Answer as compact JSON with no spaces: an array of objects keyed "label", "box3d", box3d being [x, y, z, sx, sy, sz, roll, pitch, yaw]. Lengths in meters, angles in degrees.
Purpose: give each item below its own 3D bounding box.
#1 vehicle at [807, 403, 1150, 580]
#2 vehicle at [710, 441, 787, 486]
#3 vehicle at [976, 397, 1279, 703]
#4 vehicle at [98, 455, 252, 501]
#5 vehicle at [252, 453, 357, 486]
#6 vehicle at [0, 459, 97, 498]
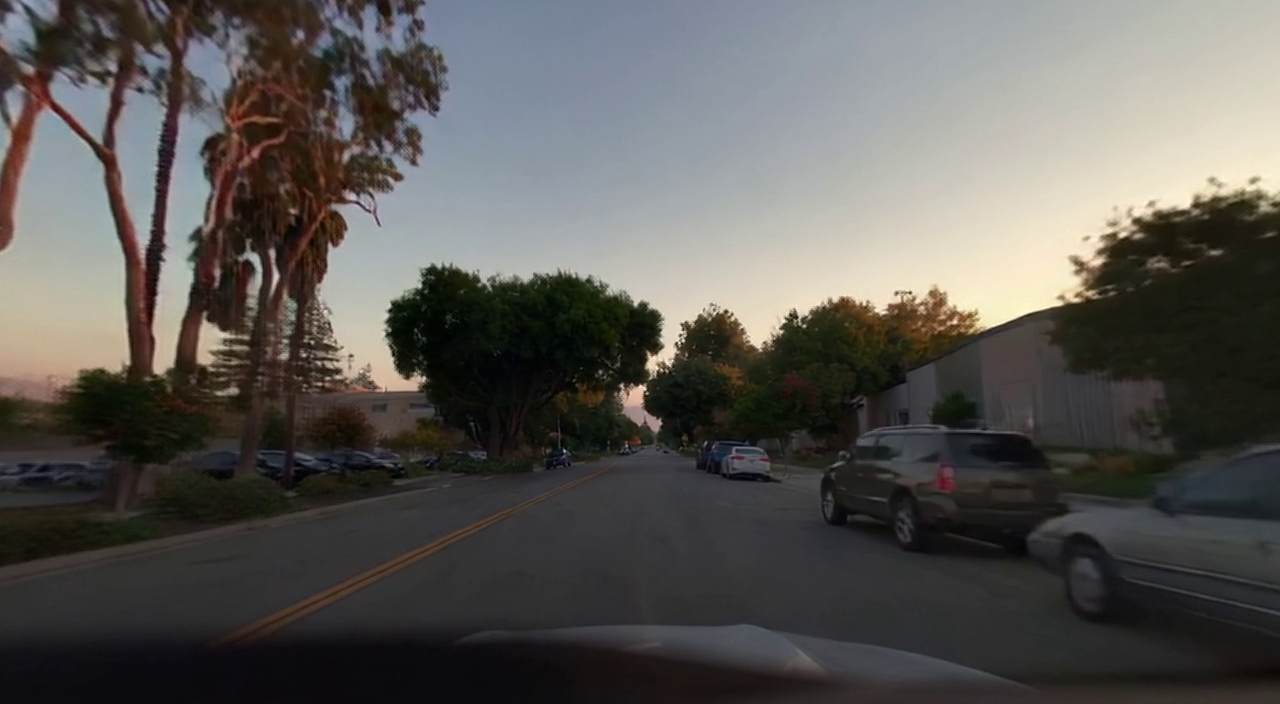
[{"label":"vehicle","box3d":[3.935,1.700,8.469,2.104,1.726,4.288,0,-8,-1]},{"label":"vehicle","box3d":[4.076,4.281,24.663,1.952,1.538,5.215,0,-8,-1]},{"label":"vehicle","box3d":[4.055,0.991,3.121,1.933,1.528,5.006,0,-8,-1]},{"label":"vehicle","box3d":[-16.209,4.344,22.066,4.491,1.455,1.959,-3,-9,18]},{"label":"vehicle","box3d":[-15.866,5.528,29.907,4.181,1.467,1.851,-3,-9,16]},{"label":"vehicle","box3d":[-26.404,5.405,27.097,4.376,1.523,1.781,5,-10,-32]}]
